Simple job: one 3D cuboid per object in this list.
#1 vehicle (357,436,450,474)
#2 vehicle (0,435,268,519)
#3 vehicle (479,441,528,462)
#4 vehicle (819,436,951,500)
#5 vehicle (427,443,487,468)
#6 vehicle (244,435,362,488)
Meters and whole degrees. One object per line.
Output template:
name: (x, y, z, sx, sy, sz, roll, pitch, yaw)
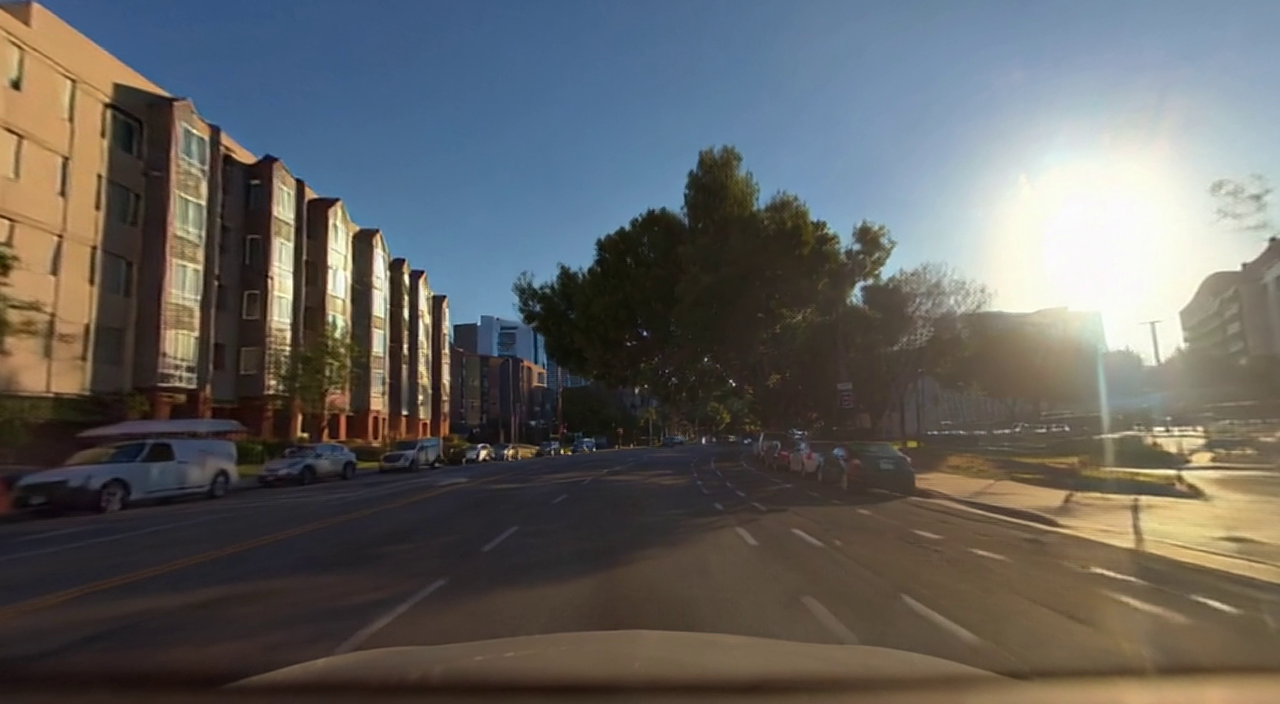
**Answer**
vehicle: (-12.219, 5.359, 33.180, 2.137, 1.835, 5.833, -1, -8, 6)
vehicle: (-12.734, 3.127, 16.631, 2.290, 1.799, 5.801, 0, -8, 0)
vehicle: (-10.101, 7.375, 47.032, 1.873, 1.467, 4.644, -2, -8, 10)
vehicle: (6.352, 3.035, 17.023, 1.947, 1.487, 4.549, 0, -8, 3)
vehicle: (-11.341, 6.402, 39.496, 1.829, 1.449, 4.713, -1, -8, 7)
vehicle: (-12.723, 4.139, 24.254, 2.001, 1.836, 4.471, 0, -8, 1)
